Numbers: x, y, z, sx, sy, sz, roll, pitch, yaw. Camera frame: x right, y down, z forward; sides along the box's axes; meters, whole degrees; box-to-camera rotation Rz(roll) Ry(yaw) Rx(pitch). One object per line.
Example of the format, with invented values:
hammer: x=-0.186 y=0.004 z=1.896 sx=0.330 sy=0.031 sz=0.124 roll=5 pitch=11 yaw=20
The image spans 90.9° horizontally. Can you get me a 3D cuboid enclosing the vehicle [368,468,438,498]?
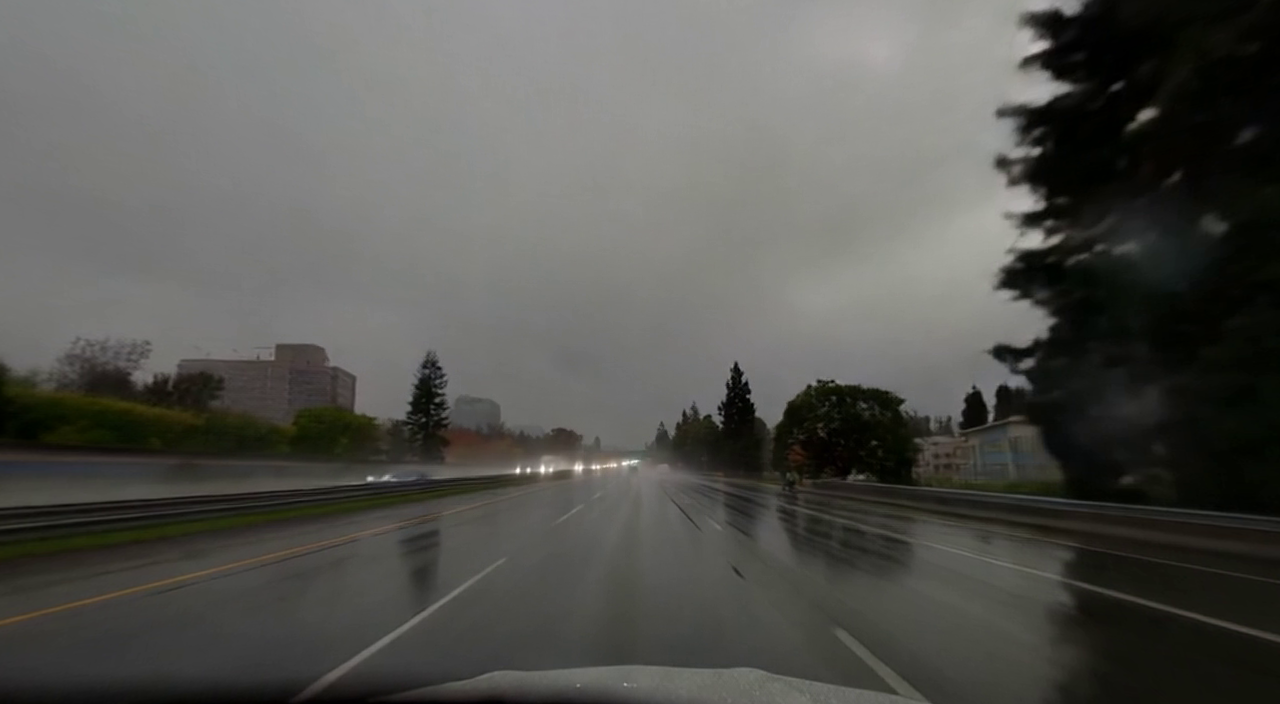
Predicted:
vehicle: x=-11.866 y=6.596 z=31.901 sx=1.883 sy=1.389 sz=4.129 roll=1 pitch=-10 yaw=1
